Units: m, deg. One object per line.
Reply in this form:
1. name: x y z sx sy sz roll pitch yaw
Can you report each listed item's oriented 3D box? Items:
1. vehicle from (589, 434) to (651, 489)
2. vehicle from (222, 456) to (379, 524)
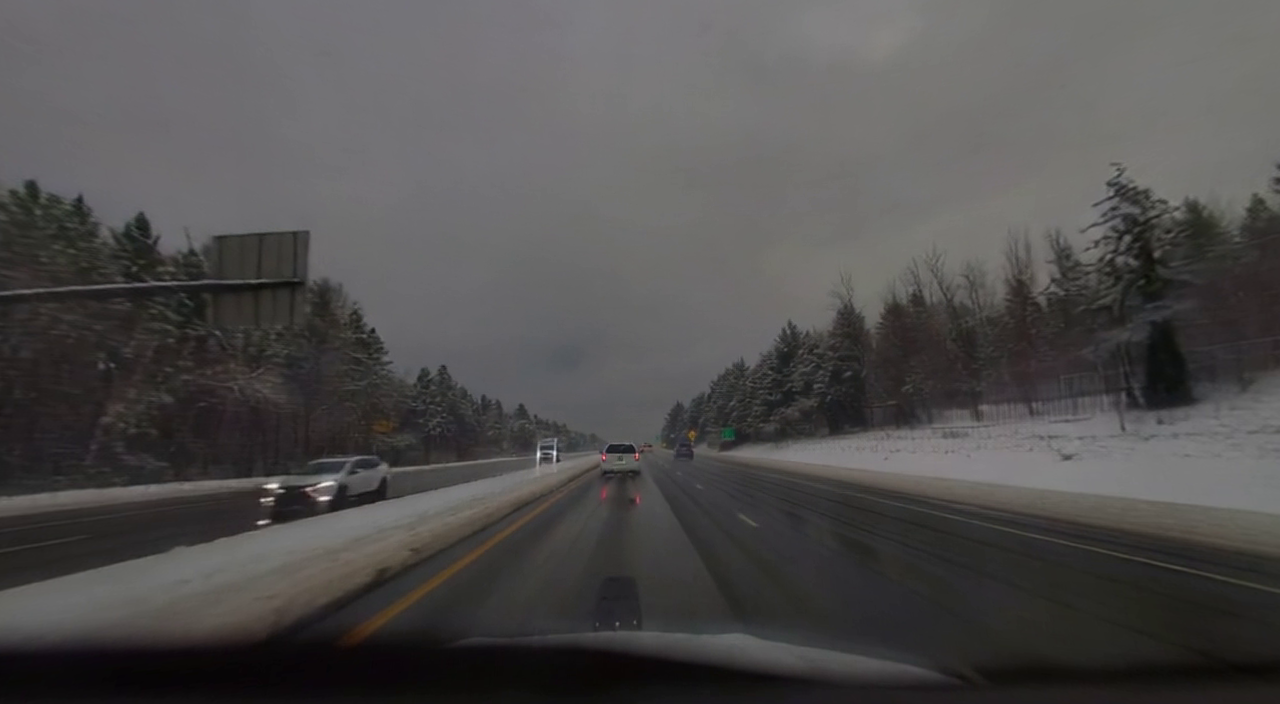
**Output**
1. vehicle: -0.631 3.760 21.822 1.937 1.699 3.936 0 -9 0
2. vehicle: -9.012 3.651 17.119 1.920 1.524 4.179 0 -9 0
